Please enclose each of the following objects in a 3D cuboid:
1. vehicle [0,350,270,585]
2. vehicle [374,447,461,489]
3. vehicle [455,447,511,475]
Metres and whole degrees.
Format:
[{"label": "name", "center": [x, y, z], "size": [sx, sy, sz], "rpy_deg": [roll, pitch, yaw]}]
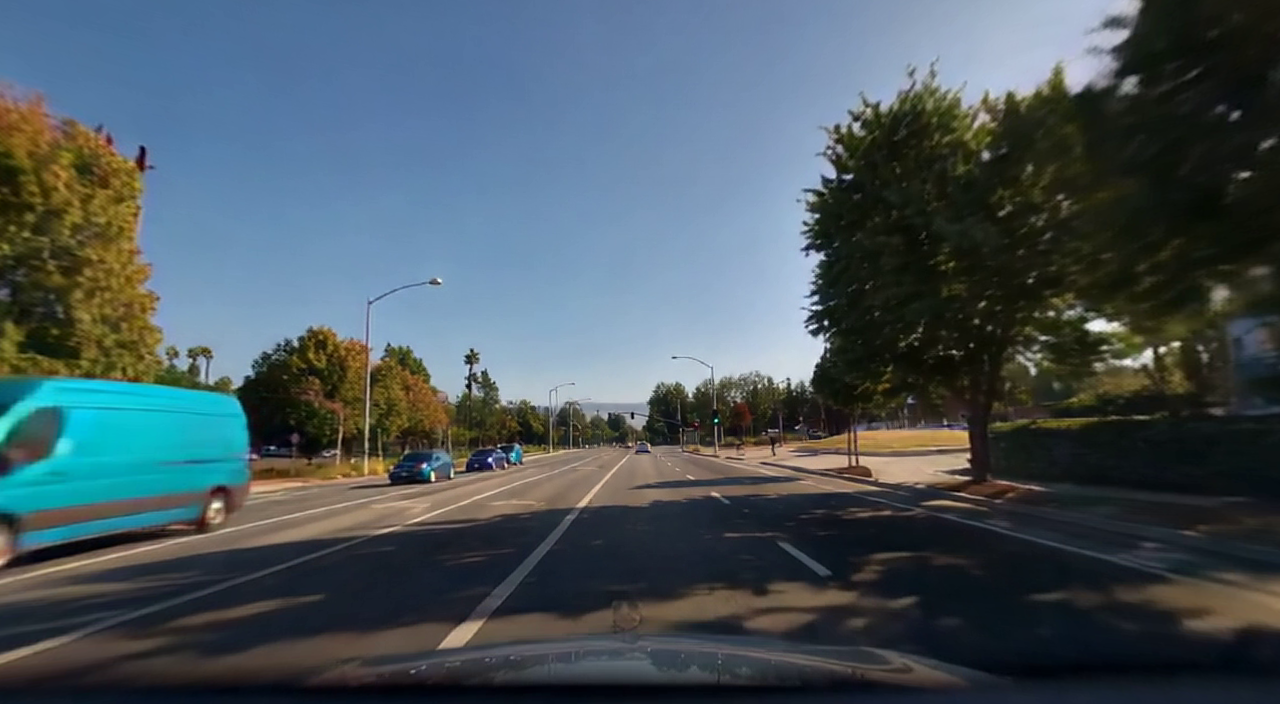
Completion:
[{"label": "vehicle", "center": [-8.838, 1.648, 9.379], "size": [2.617, 2.736, 6.621], "rpy_deg": [-1, -8, 0]}, {"label": "vehicle", "center": [-8.881, 4.633, 25.636], "size": [1.959, 1.469, 4.369], "rpy_deg": [0, -8, 0]}, {"label": "vehicle", "center": [-8.874, 6.150, 36.014], "size": [1.940, 1.452, 4.441], "rpy_deg": [-1, -8, 2]}]
